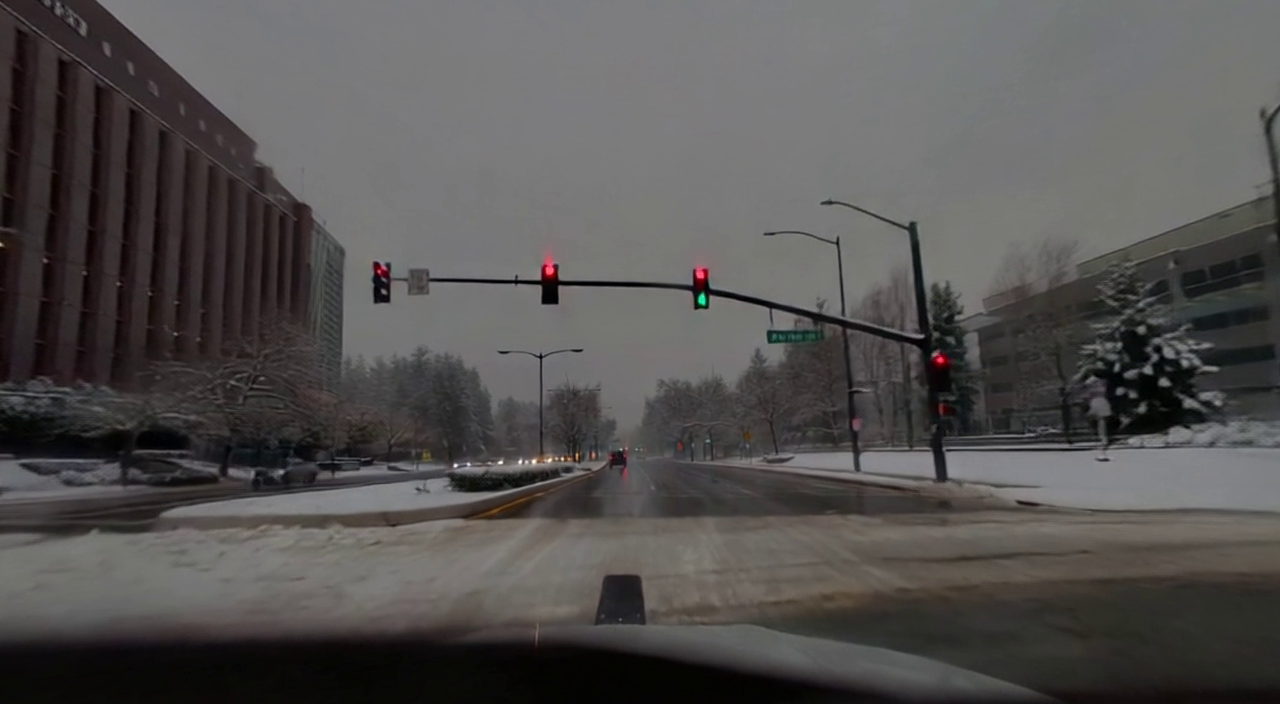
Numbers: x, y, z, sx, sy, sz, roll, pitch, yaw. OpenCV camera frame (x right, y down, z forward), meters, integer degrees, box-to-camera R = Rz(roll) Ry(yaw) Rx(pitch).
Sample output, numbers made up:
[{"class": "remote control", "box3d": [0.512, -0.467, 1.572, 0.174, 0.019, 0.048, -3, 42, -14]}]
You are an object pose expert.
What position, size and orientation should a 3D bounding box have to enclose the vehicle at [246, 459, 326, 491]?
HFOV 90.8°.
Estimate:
[{"class": "vehicle", "box3d": [-19.372, 6.724, 34.811, 1.851, 1.502, 4.398, -1, -9, 0]}]
